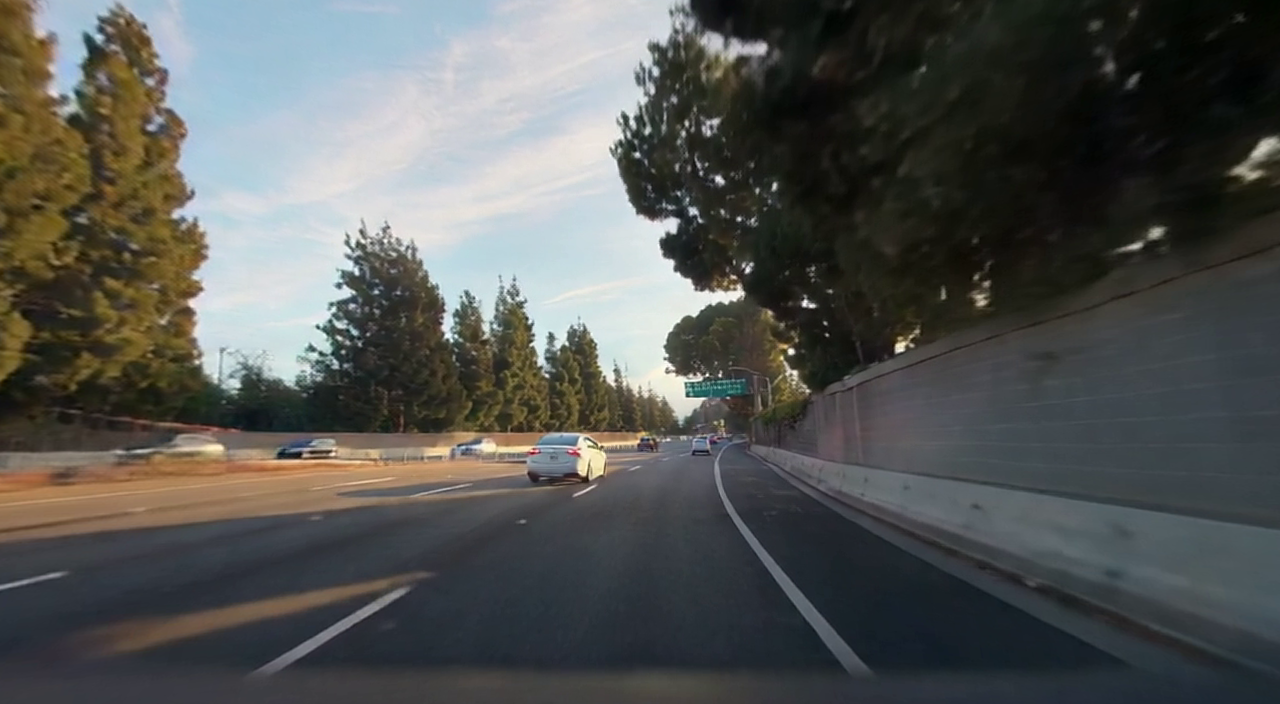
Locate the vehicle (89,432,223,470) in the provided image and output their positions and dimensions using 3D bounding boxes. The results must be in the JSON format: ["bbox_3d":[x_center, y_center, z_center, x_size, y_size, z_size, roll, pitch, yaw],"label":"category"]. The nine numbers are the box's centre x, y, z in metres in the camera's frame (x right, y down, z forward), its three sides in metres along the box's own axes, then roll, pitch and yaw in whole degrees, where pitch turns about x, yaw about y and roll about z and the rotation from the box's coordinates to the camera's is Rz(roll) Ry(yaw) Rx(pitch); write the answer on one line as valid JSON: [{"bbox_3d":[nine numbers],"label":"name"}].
[{"bbox_3d":[-20.104,4.117,26.537,1.795,1.454,4.467,0,-8,5],"label":"vehicle"}]

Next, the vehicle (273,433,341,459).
[{"bbox_3d":[-22.101,6.264,42.108,1.852,1.614,4.189,0,-8,7],"label":"vehicle"}]

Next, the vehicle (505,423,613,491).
[{"bbox_3d":[-2.107,2.902,17.959,2.082,1.638,4.644,0,-8,5],"label":"vehicle"}]
